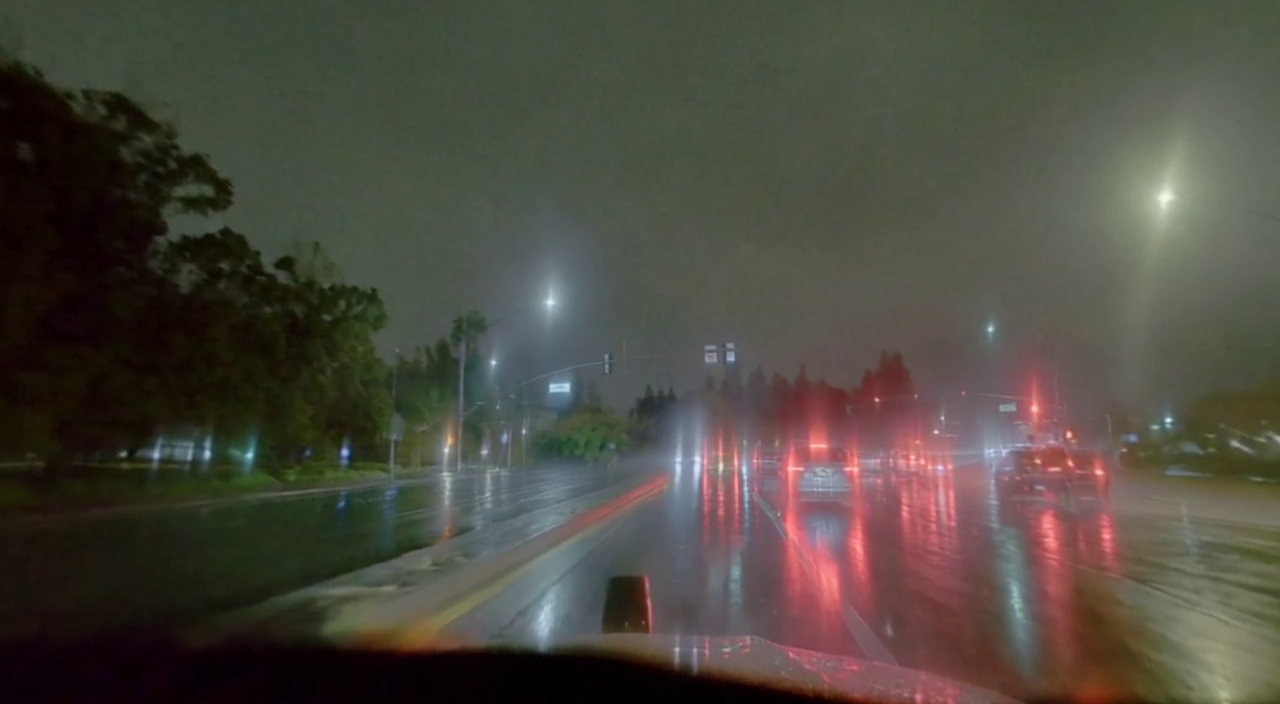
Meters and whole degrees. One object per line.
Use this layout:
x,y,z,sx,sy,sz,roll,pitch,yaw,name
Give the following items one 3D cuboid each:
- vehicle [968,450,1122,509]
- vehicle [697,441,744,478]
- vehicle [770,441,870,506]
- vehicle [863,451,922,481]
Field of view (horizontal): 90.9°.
11.277,3.522,17.976,1.884,1.422,4.262,-1,-8,6,vehicle
4.207,5.650,33.410,2.245,1.800,4.522,-1,-8,6,vehicle
4.922,3.337,17.854,2.078,1.578,4.107,-1,-8,7,vehicle
13.787,6.197,34.610,1.901,1.484,4.093,-1,-8,6,vehicle
